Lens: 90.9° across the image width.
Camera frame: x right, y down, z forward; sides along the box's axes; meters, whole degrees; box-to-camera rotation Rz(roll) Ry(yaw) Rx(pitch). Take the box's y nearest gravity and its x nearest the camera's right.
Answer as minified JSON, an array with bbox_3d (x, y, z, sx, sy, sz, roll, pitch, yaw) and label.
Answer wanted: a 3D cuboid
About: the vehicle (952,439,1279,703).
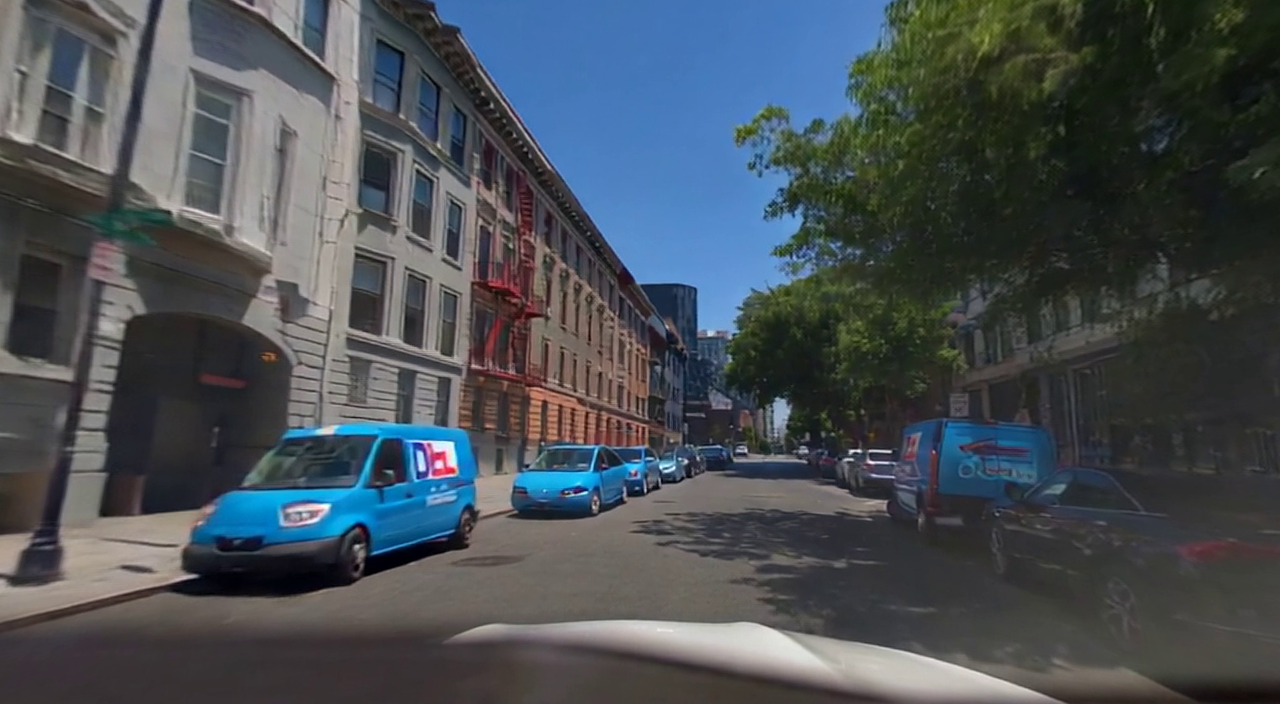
[{"bbox_3d":[4.521,1.563,5.725,1.834,1.508,4.743,-1,-8,12],"label":"vehicle"}]

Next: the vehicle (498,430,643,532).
[{"bbox_3d":[-1.247,2.510,13.120,1.867,1.519,3.920,1,-4,11],"label":"vehicle"}]

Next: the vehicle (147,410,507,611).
[{"bbox_3d":[-2.929,1.463,6.670,1.875,1.564,2.982,-1,-8,12],"label":"vehicle"}]
